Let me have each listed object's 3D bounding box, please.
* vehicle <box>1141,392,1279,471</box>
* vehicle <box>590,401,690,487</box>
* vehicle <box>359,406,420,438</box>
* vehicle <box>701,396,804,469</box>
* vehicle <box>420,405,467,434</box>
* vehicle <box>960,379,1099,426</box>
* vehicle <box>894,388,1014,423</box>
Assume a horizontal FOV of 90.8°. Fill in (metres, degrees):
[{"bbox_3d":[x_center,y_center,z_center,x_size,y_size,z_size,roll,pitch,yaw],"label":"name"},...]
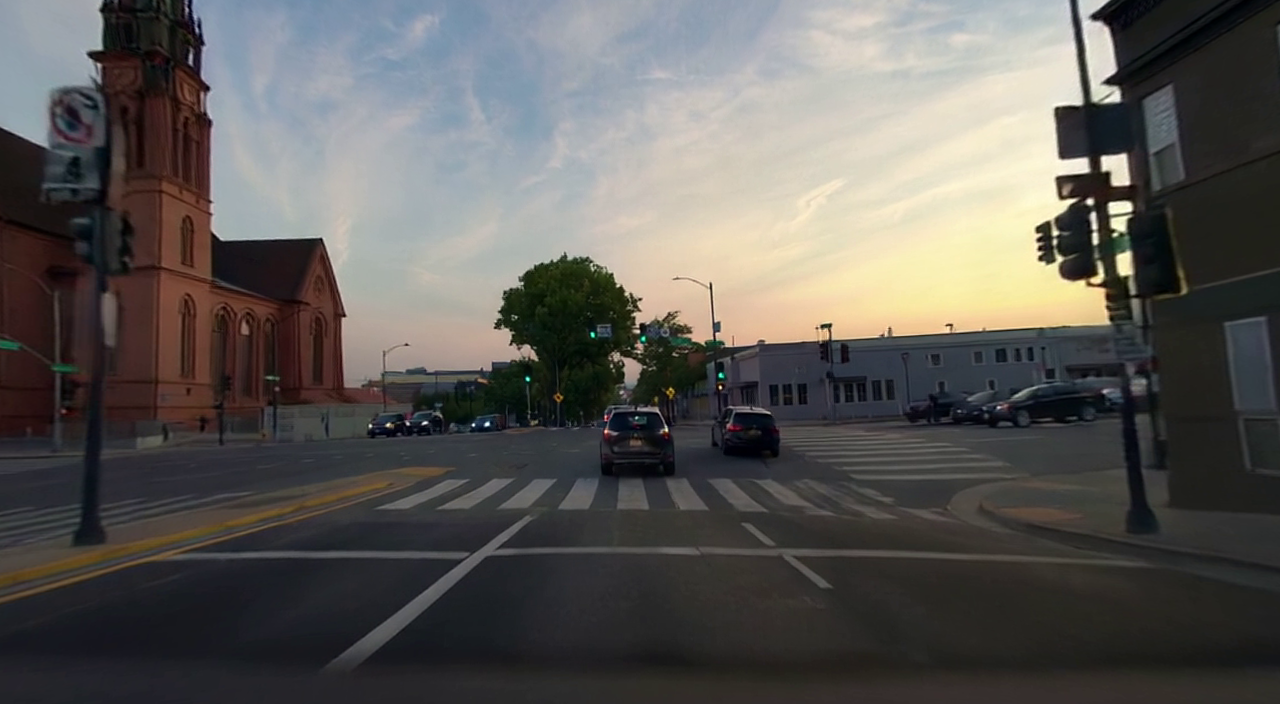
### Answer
[{"bbox_3d":[16.445,2.071,17.006,4.379,1.486,1.941,-5,2,-3],"label":"vehicle"},{"bbox_3d":[-0.109,2.159,15.830,2.168,1.776,4.135,0,-4,-3],"label":"vehicle"},{"bbox_3d":[-16.462,4.728,41.808,1.969,1.896,5.404,1,-8,-2],"label":"vehicle"},{"bbox_3d":[3.240,2.310,19.223,2.080,1.735,4.650,1,-2,-2],"label":"vehicle"},{"bbox_3d":[-13.482,4.697,43.600,2.069,1.790,4.358,1,-8,-3],"label":"vehicle"},{"bbox_3d":[16.487,2.142,26.907,4.512,1.734,2.143,-2,-4,-3],"label":"vehicle"},{"bbox_3d":[14.682,2.536,29.695,4.488,1.475,2.083,-1,-6,-3],"label":"vehicle"}]
